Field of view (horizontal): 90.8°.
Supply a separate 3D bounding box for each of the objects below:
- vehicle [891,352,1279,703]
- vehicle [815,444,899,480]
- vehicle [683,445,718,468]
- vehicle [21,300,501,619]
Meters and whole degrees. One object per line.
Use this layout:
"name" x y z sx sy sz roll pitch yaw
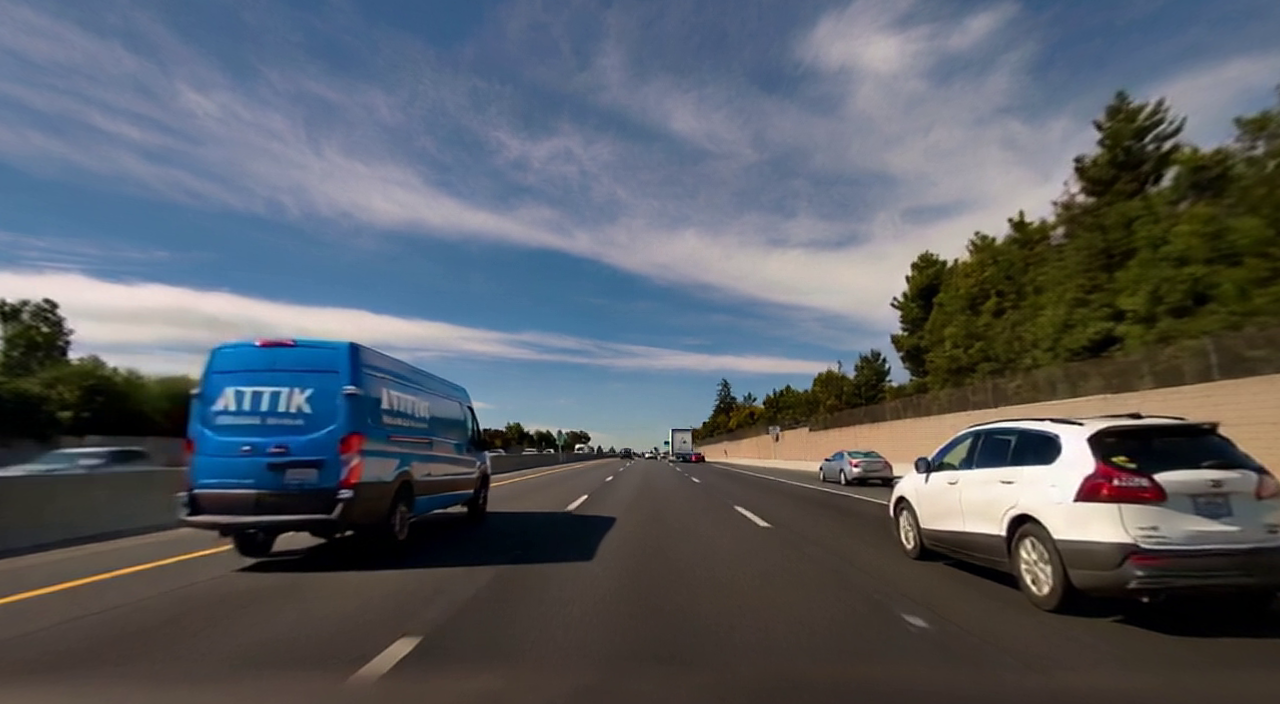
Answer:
"vehicle" 4.001 1.160 4.906 2.025 1.706 4.797 0 -9 -1
"vehicle" 9.823 5.030 28.979 1.838 1.490 4.460 1 -9 -6
"vehicle" 4.428 7.737 46.777 2.066 1.638 4.158 0 -9 -1
"vehicle" -3.882 1.390 8.746 2.380 2.648 6.879 0 -9 -1
